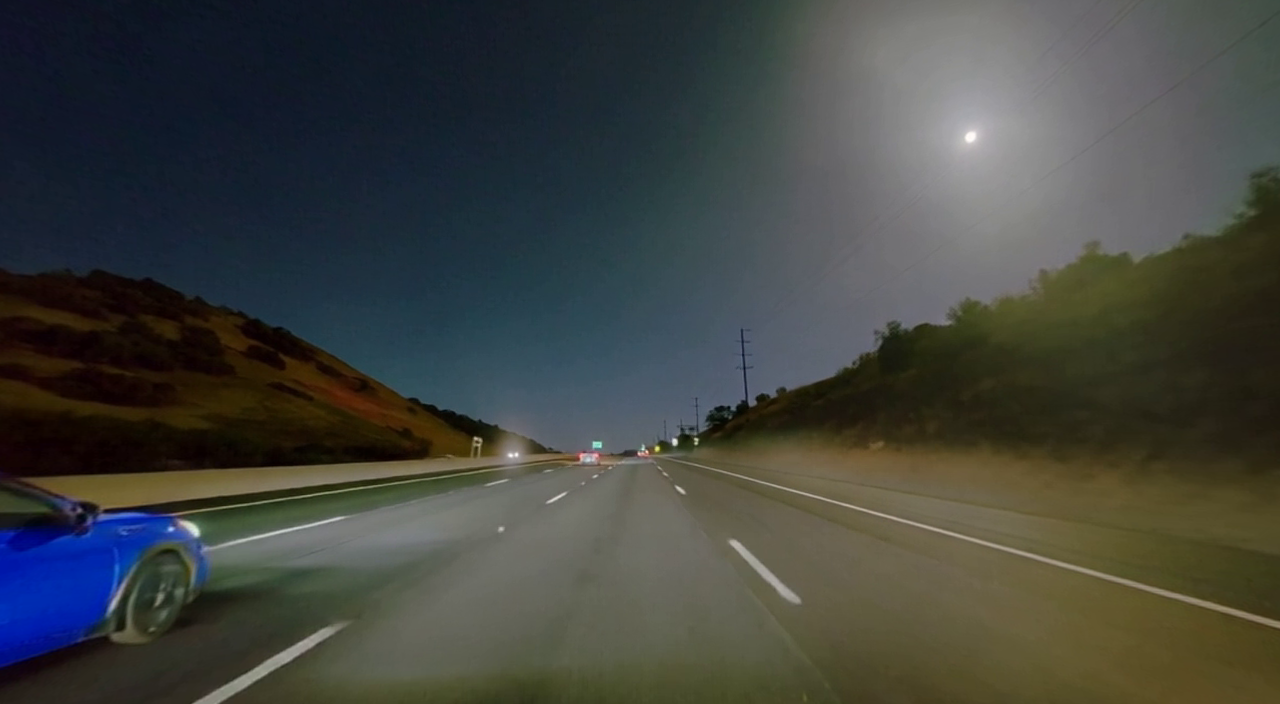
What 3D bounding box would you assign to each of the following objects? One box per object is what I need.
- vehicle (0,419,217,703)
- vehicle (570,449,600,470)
[{"bbox_3d":[-4.184,0.940,2.150,2.064,1.489,4.966,0,-9,0],"label":"vehicle"},{"bbox_3d":[-4.123,8.110,47.907,1.924,1.511,4.079,0,-9,0],"label":"vehicle"}]
